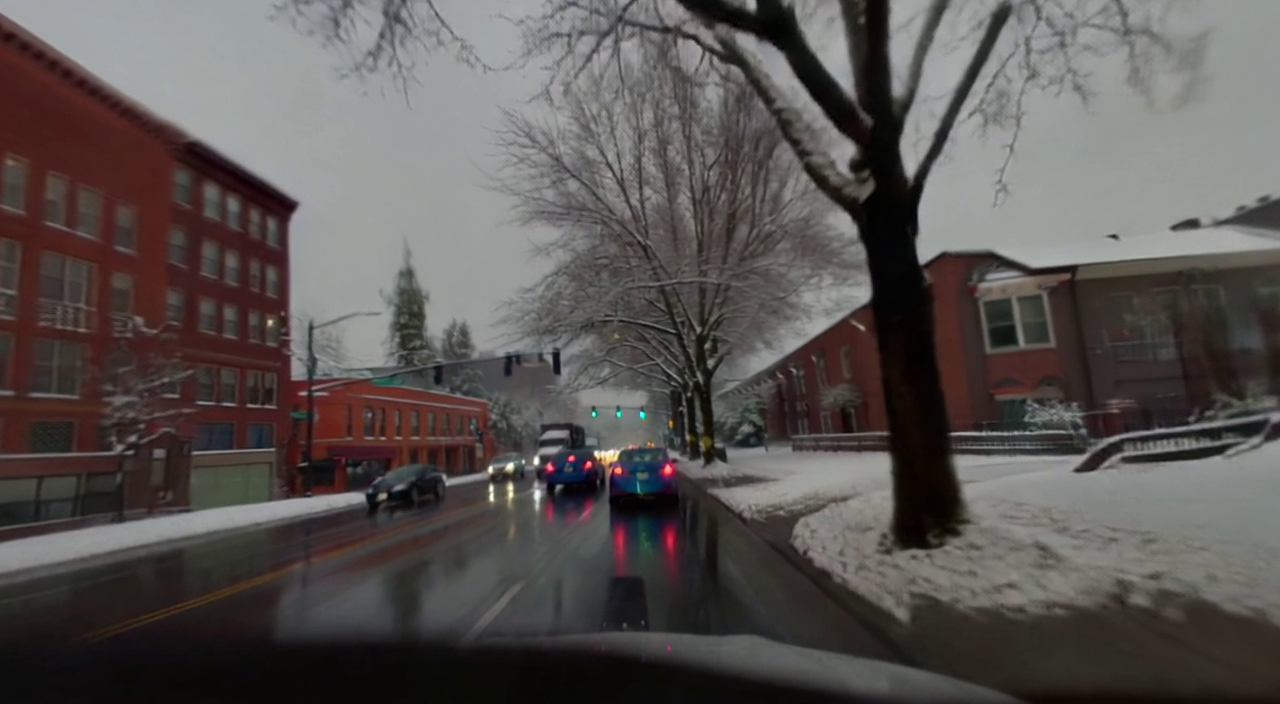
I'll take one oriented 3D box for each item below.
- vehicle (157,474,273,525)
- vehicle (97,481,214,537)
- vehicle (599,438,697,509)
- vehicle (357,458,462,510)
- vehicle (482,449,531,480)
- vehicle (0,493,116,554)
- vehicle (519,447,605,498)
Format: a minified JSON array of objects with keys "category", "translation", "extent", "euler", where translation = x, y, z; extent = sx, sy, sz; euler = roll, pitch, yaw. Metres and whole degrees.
[{"category":"vehicle","translation":[-17.023,5.894,25.258],"extent":[4.266,1.486,1.907],"euler":[-13,-15,25]},{"category":"vehicle","translation":[-17.372,5.512,22.527],"extent":[4.584,1.504,2.124],"euler":[-7,-10,38]},{"category":"vehicle","translation":[0.191,2.898,15.515],"extent":[2.094,1.478,3.922],"euler":[0,-8,1]},{"category":"vehicle","translation":[-8.488,4.882,23.705],"extent":[2.118,1.473,4.642],"euler":[-5,-9,1]},{"category":"vehicle","translation":[-8.580,7.275,40.963],"extent":[2.067,1.820,4.509],"euler":[-1,-8,2]},{"category":"vehicle","translation":[-17.913,4.788,17.646],"extent":[4.500,1.429,1.911],"euler":[2,-9,-12]},{"category":"vehicle","translation":[-2.372,3.808,20.444],"extent":[2.099,1.424,4.843],"euler":[0,-8,1]}]
